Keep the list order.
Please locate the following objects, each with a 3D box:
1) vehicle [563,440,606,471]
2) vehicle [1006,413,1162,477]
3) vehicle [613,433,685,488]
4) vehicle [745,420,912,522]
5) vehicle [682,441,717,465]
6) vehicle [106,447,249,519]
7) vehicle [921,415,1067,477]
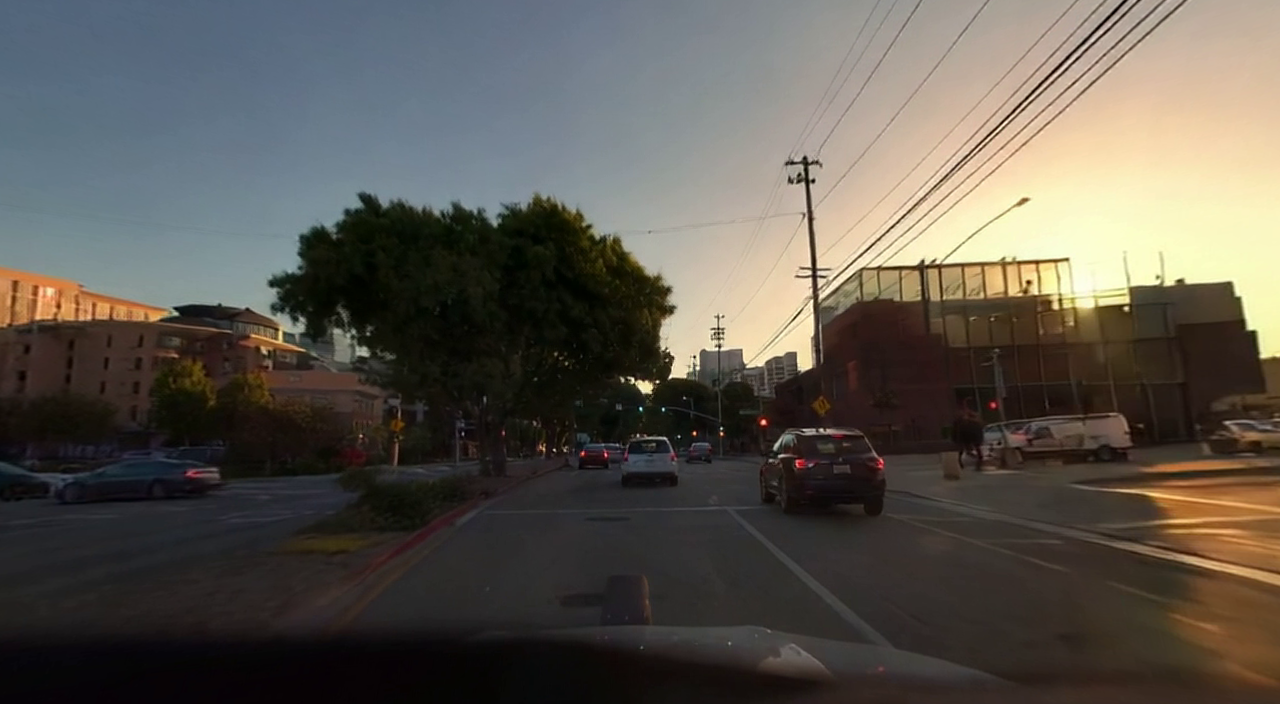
[{"bbox_3d":[-2.892,5.455,33.426,2.104,1.488,4.546,0,-8,-4],"label":"vehicle"},{"bbox_3d":[14.286,3.052,20.709,2.146,1.837,4.512,-1,-8,6],"label":"vehicle"},{"bbox_3d":[0.284,3.600,21.236,2.200,1.653,4.127,0,-8,0],"label":"vehicle"},{"bbox_3d":[3.588,2.359,13.030,2.024,1.711,4.512,0,-8,0],"label":"vehicle"},{"bbox_3d":[4.025,6.902,43.276,1.880,1.503,4.130,0,-8,-1],"label":"vehicle"},{"bbox_3d":[-11.786,3.337,16.443,2.006,1.510,4.290,2,-10,-23],"label":"vehicle"},{"bbox_3d":[11.671,3.164,21.300,2.238,1.845,4.874,-1,-8,3],"label":"vehicle"}]
